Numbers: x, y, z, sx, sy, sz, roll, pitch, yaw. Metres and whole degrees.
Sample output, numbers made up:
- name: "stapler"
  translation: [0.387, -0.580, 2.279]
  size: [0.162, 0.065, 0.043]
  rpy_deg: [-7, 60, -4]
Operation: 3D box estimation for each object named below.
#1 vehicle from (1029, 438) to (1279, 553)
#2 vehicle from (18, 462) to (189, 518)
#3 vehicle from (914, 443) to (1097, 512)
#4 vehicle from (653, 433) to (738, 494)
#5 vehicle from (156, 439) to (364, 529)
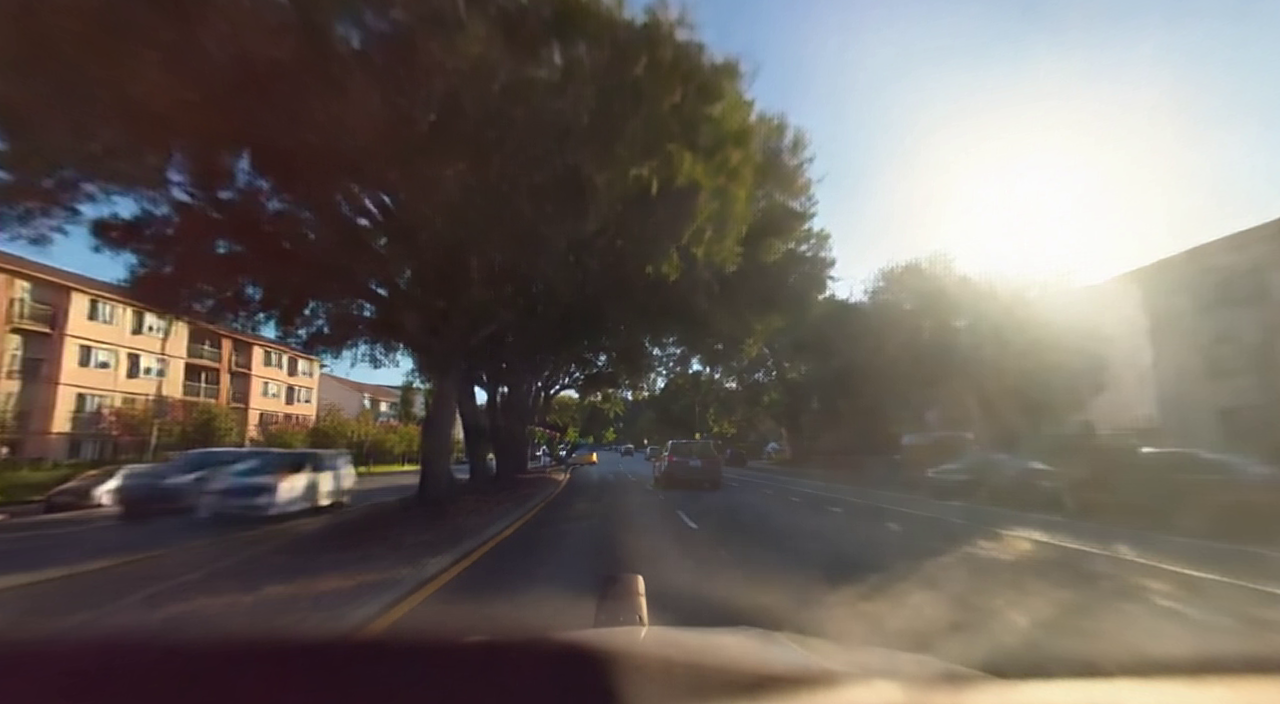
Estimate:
- name: "vehicle"
  translation: [9.200, 2.221, 10.560]
  size: [1.936, 1.485, 5.111]
  rpy_deg: [0, -9, -3]
- name: "vehicle"
  translation: [-18.629, 4.770, 22.326]
  size: [1.979, 1.489, 4.902]
  rpy_deg: [-1, -8, -3]
- name: "vehicle"
  translation: [8.986, 3.085, 16.101]
  size: [1.858, 1.489, 4.556]
  rpy_deg: [0, -9, -1]
- name: "vehicle"
  translation: [1.680, 3.602, 20.787]
  size: [2.085, 1.763, 4.490]
  rpy_deg: [0, -9, -4]
- name: "vehicle"
  translation: [-8.208, 2.844, 14.283]
  size: [2.033, 1.685, 4.420]
  rpy_deg: [0, -9, -2]
